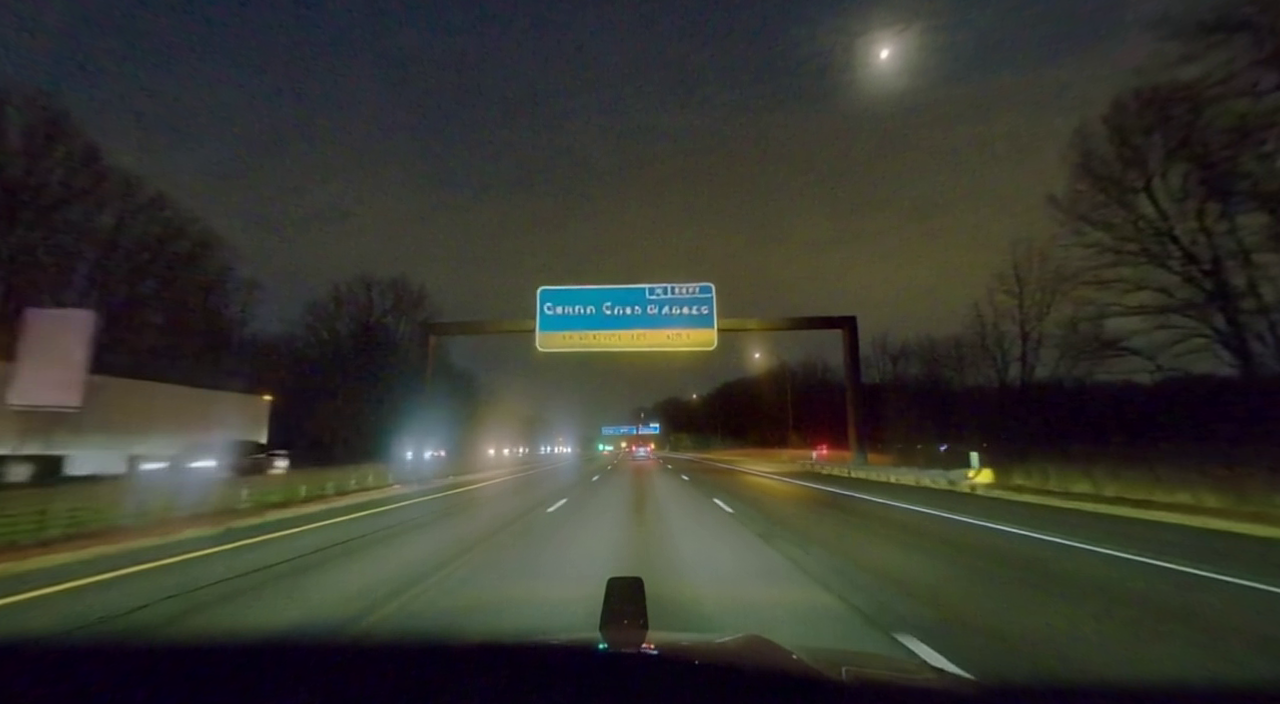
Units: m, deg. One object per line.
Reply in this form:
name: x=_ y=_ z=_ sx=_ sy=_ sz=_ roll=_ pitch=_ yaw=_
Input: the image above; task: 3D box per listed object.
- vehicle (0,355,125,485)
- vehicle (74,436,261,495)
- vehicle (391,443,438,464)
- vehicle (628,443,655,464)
vehicle: x=-21.065 y=2.007 z=18.673 sx=2.940 sy=3.918 sz=9.839 roll=0 pitch=-9 yaw=0
vehicle: x=-13.453 y=3.237 z=18.345 sx=1.845 sy=1.493 sz=4.625 roll=0 pitch=-8 yaw=0
vehicle: x=-17.263 y=7.767 z=48.309 sx=1.927 sy=1.509 sz=4.717 roll=0 pitch=-8 yaw=0
vehicle: x=0.099 y=7.469 z=46.345 sx=1.859 sy=1.478 sz=3.799 roll=0 pitch=-8 yaw=0
